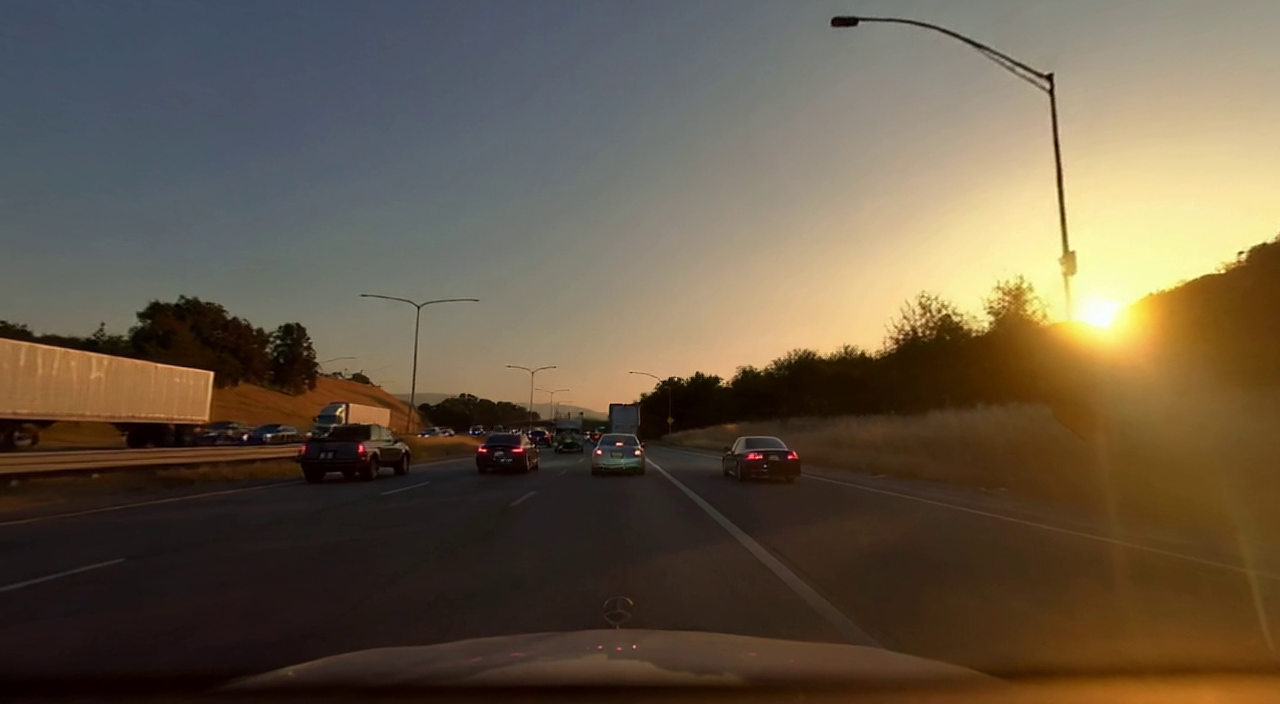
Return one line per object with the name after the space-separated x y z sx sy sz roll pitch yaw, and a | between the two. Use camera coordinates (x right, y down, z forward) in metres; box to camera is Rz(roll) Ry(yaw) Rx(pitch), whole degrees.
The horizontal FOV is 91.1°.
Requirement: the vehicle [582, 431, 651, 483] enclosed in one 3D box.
-0.702 3.254 19.885 1.980 1.478 3.758 0 -8 -1 | vehicle

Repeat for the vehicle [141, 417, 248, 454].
-19.418 3.664 27.641 1.873 1.475 4.034 0 -8 -2 | vehicle

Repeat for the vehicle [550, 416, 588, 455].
-5.101 6.084 45.927 2.303 2.610 6.579 0 -8 -2 | vehicle

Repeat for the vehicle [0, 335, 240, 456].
-23.123 2.303 27.246 2.881 3.978 14.159 0 -8 -3 | vehicle

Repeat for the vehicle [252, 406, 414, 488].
-8.192 2.579 17.394 2.158 1.943 4.662 0 -8 -1 | vehicle

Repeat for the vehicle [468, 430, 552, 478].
-4.444 3.548 22.245 2.046 1.493 4.384 0 -8 0 | vehicle

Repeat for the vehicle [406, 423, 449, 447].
-16.337 6.378 48.484 1.919 1.761 4.413 0 -8 -2 | vehicle

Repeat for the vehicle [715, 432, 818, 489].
3.592 3.157 18.753 1.981 1.474 4.396 0 -8 -3 | vehicle
